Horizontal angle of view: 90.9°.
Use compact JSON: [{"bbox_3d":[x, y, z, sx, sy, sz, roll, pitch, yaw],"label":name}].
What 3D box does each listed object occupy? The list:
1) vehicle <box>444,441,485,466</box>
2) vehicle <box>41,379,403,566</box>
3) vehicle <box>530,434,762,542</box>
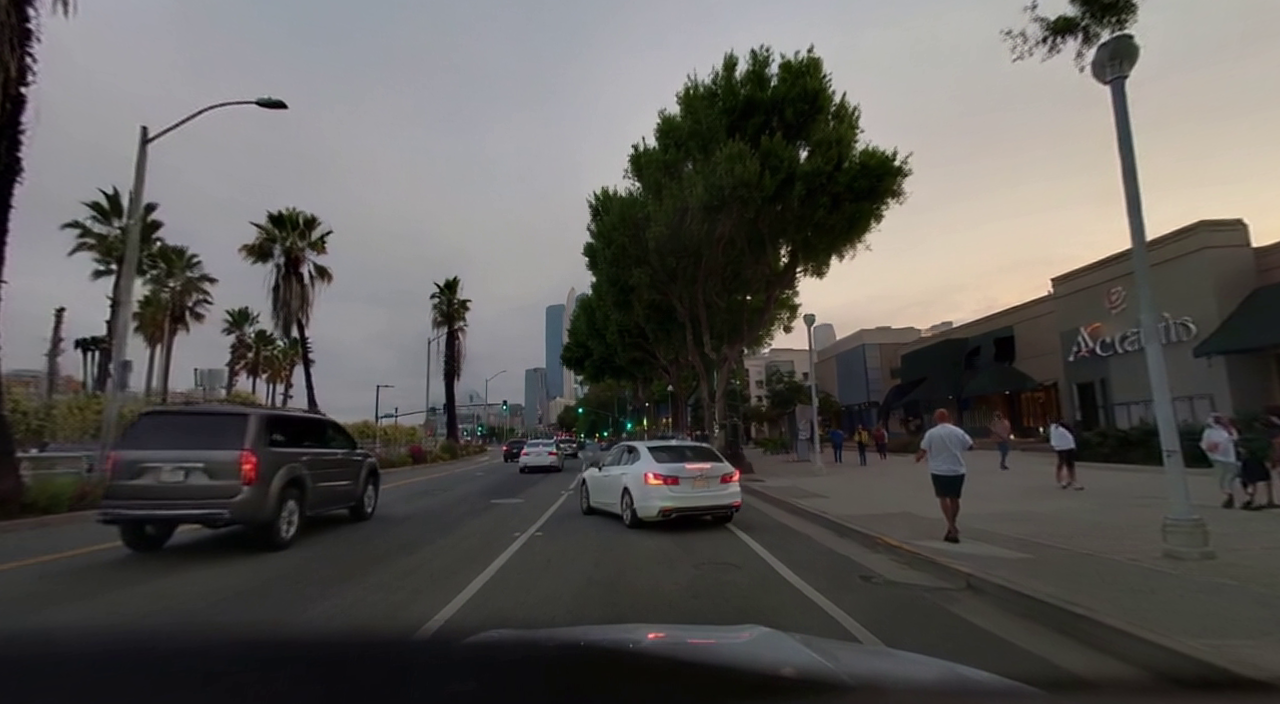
[{"bbox_3d":[-11.994,6.960,43.357,1.930,1.583,4.423,0,-9,-5],"label":"vehicle"},{"bbox_3d":[-5.660,1.738,9.801,2.164,2.047,5.455,0,-9,-4],"label":"vehicle"},{"bbox_3d":[-0.173,2.254,11.213,1.930,1.477,4.657,5,-10,-31],"label":"vehicle"}]
